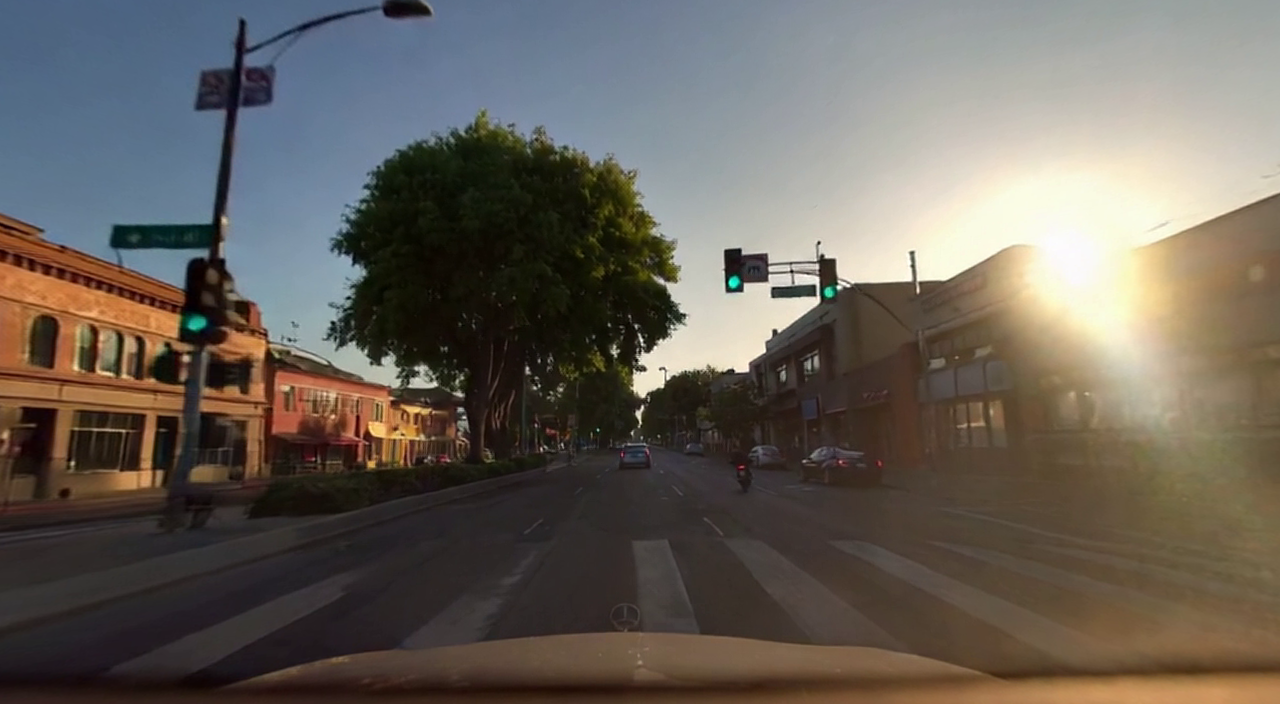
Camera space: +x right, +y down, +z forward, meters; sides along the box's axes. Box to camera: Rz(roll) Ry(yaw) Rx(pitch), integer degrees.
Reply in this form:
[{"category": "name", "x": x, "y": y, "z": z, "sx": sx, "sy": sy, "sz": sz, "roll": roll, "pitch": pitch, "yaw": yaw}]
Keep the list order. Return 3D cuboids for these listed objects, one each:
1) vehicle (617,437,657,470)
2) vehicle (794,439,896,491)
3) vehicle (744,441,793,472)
[{"category": "vehicle", "x": -0.229, "y": 5.947, "z": 37.186, "sx": 2.223, "sy": 1.775, "sz": 4.250, "roll": 0, "pitch": -8, "yaw": -2}, {"category": "vehicle", "x": 6.886, "y": 3.810, "z": 21.713, "sx": 2.069, "sy": 1.590, "sz": 4.066, "roll": 0, "pitch": -8, "yaw": -1}, {"category": "vehicle", "x": 7.044, "y": 5.759, "z": 35.025, "sx": 1.785, "sy": 1.586, "sz": 3.896, "roll": 0, "pitch": -8, "yaw": -1}]
